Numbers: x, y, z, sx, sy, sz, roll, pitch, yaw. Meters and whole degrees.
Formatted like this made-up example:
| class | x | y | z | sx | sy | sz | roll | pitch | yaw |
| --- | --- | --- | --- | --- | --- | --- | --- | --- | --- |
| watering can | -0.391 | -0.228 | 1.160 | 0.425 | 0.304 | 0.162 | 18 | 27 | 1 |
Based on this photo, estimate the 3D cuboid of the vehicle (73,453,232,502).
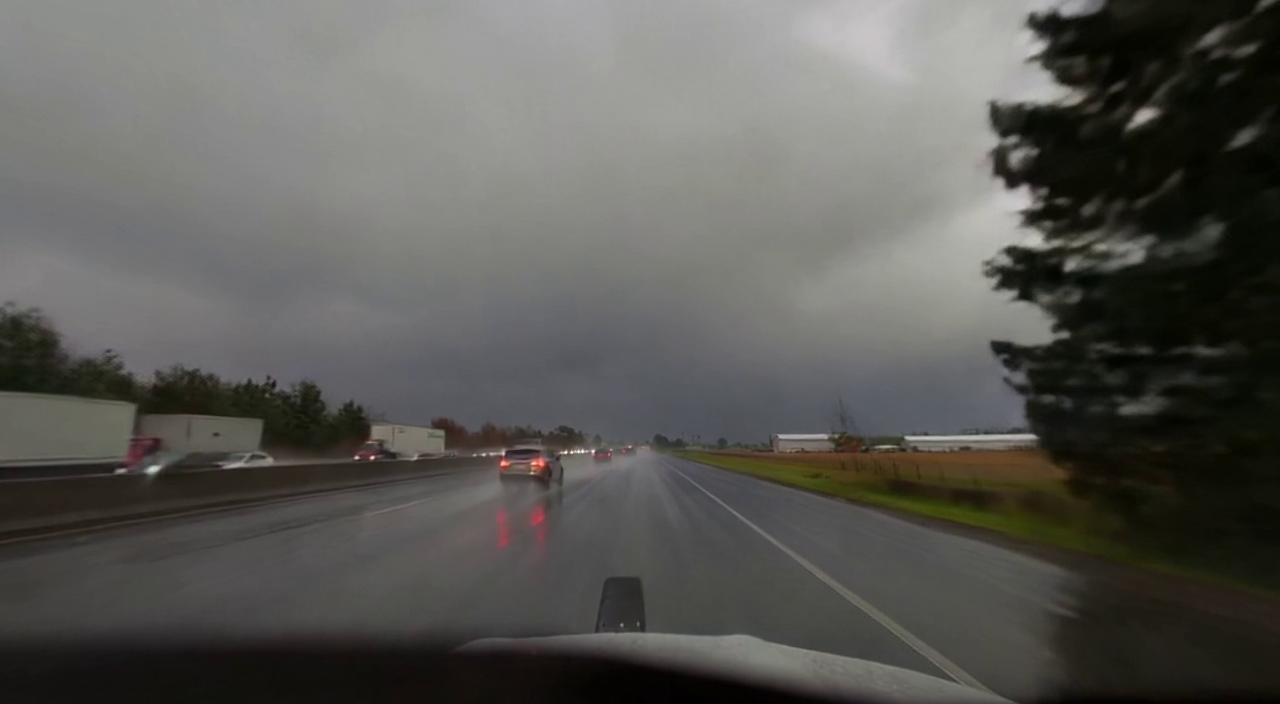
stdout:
| class | x | y | z | sx | sy | sz | roll | pitch | yaw |
| --- | --- | --- | --- | --- | --- | --- | --- | --- | --- |
| vehicle | -15.464 | 3.960 | 20.364 | 1.836 | 1.395 | 4.120 | 0 | -9 | 0 |

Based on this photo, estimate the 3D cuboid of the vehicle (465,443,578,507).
| class | x | y | z | sx | sy | sz | roll | pitch | yaw |
| --- | --- | --- | --- | --- | --- | --- | --- | --- | --- |
| vehicle | -3.000 | 3.235 | 17.018 | 2.110 | 1.500 | 4.259 | 0 | -9 | 1 |

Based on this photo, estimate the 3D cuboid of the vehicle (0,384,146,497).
| class | x | y | z | sx | sy | sz | roll | pitch | yaw |
| --- | --- | --- | --- | --- | --- | --- | --- | --- | --- |
| vehicle | -23.424 | 3.191 | 22.661 | 3.037 | 3.822 | 10.142 | 0 | -9 | 0 |

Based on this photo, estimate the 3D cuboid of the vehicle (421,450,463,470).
| class | x | y | z | sx | sy | sz | roll | pitch | yaw |
| --- | --- | --- | --- | --- | --- | --- | --- | --- | --- |
| vehicle | -15.481 | 8.426 | 49.472 | 1.904 | 1.501 | 4.158 | 0 | -9 | 0 |
